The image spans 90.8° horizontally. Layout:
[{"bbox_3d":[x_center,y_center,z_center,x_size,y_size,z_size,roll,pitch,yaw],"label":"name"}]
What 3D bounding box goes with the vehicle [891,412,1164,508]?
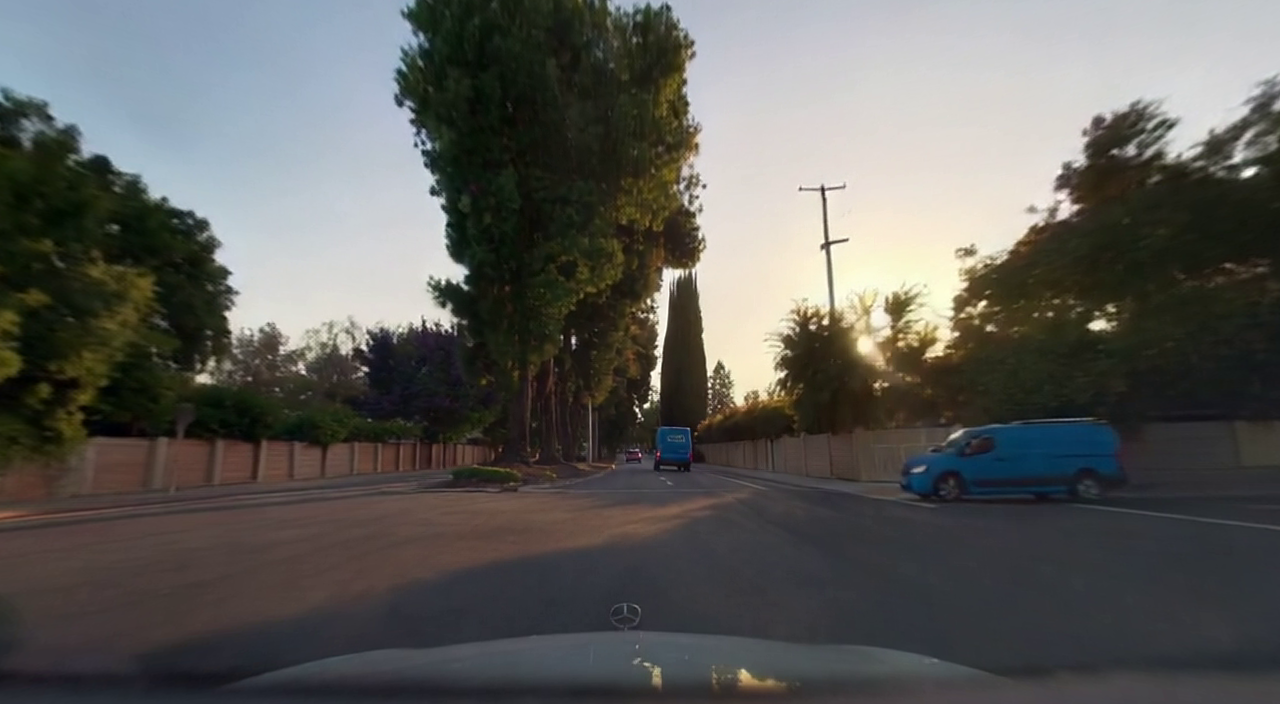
[{"bbox_3d":[9.170,2.600,15.445,4.990,2.142,2.488,0,-8,1],"label":"vehicle"}]
